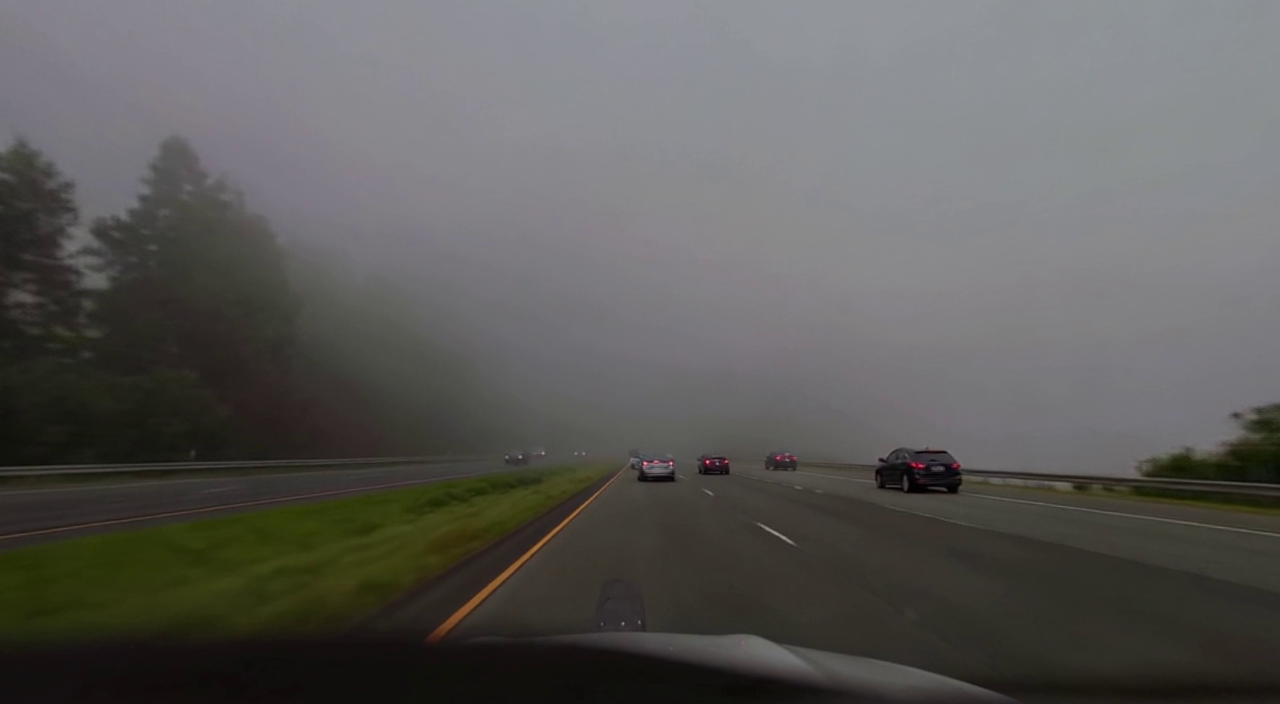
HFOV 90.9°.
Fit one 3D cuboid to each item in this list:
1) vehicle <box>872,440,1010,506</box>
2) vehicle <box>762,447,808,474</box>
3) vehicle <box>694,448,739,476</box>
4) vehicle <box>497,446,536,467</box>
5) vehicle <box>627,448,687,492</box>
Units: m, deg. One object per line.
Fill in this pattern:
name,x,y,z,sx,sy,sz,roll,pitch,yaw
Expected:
vehicle,7.983,3.230,17.163,1.847,1.554,3.752,0,-9,0
vehicle,9.060,6.789,39.611,1.957,1.594,3.632,0,-9,-1
vehicle,4.268,6.235,35.918,1.981,1.518,4.029,0,-9,-1
vehicle,-9.301,7.941,47.946,1.990,1.466,4.544,0,-9,1
vehicle,0.575,4.243,22.928,2.020,1.426,3.702,0,-9,0
